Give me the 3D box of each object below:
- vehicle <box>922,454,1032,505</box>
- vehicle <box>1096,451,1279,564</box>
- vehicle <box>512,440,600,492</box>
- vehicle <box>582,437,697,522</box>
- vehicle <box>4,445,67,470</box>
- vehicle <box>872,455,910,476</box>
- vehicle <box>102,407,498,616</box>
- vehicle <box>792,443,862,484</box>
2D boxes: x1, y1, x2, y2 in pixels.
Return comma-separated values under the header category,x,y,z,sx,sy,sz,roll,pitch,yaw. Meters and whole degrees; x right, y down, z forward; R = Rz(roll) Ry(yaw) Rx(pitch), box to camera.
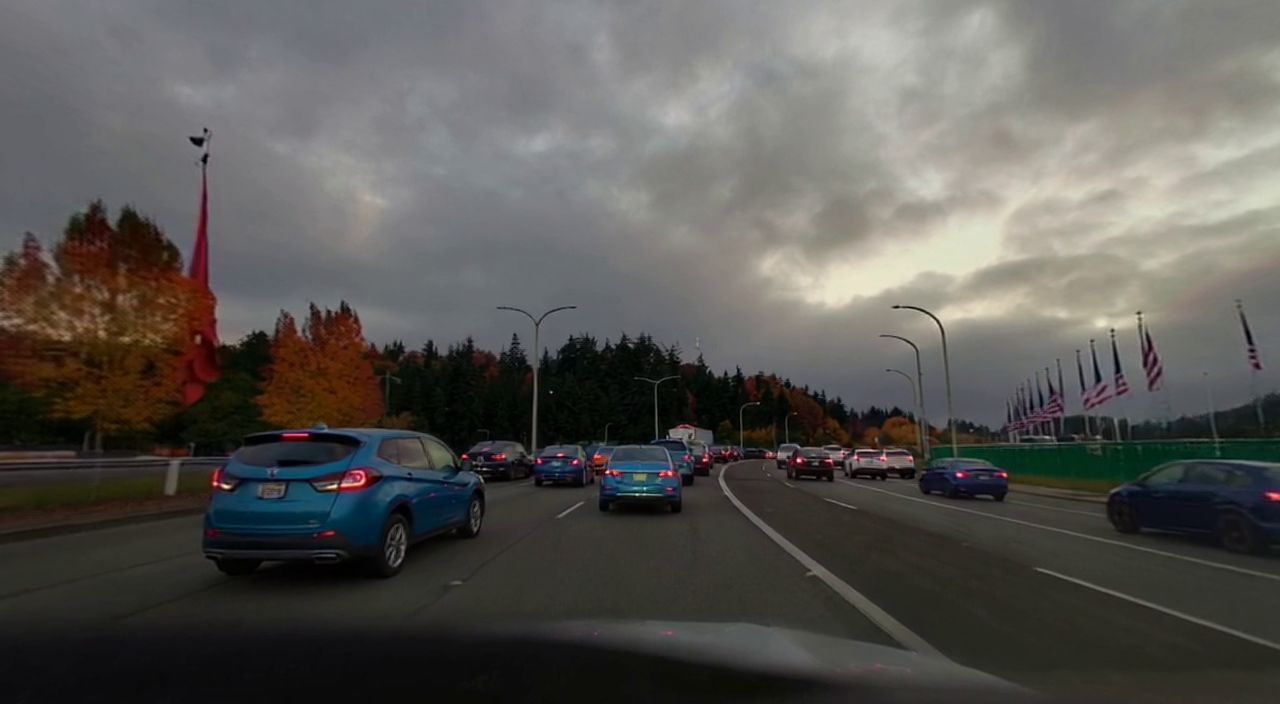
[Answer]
category,x,y,z,sx,sy,sz,roll,pitch,yaw
vehicle,11.198,4.230,21.234,1.749,1.481,3.808,0,-9,3
vehicle,10.228,2.490,10.592,1.934,1.585,4.397,0,-9,3
vehicle,-2.677,3.782,21.276,1.974,1.549,4.603,0,-9,5
vehicle,0.143,2.651,13.660,2.090,1.506,4.276,0,-9,4
vehicle,-40.155,6.999,41.839,3.667,1.465,1.735,-4,-5,24
vehicle,18.872,8.525,47.486,1.828,1.479,4.391,-1,-9,11
vehicle,-3.236,1.597,7.252,1.988,1.635,4.260,0,-9,3
vehicle,7.700,4.598,26.339,1.944,1.544,4.301,0,-9,5
